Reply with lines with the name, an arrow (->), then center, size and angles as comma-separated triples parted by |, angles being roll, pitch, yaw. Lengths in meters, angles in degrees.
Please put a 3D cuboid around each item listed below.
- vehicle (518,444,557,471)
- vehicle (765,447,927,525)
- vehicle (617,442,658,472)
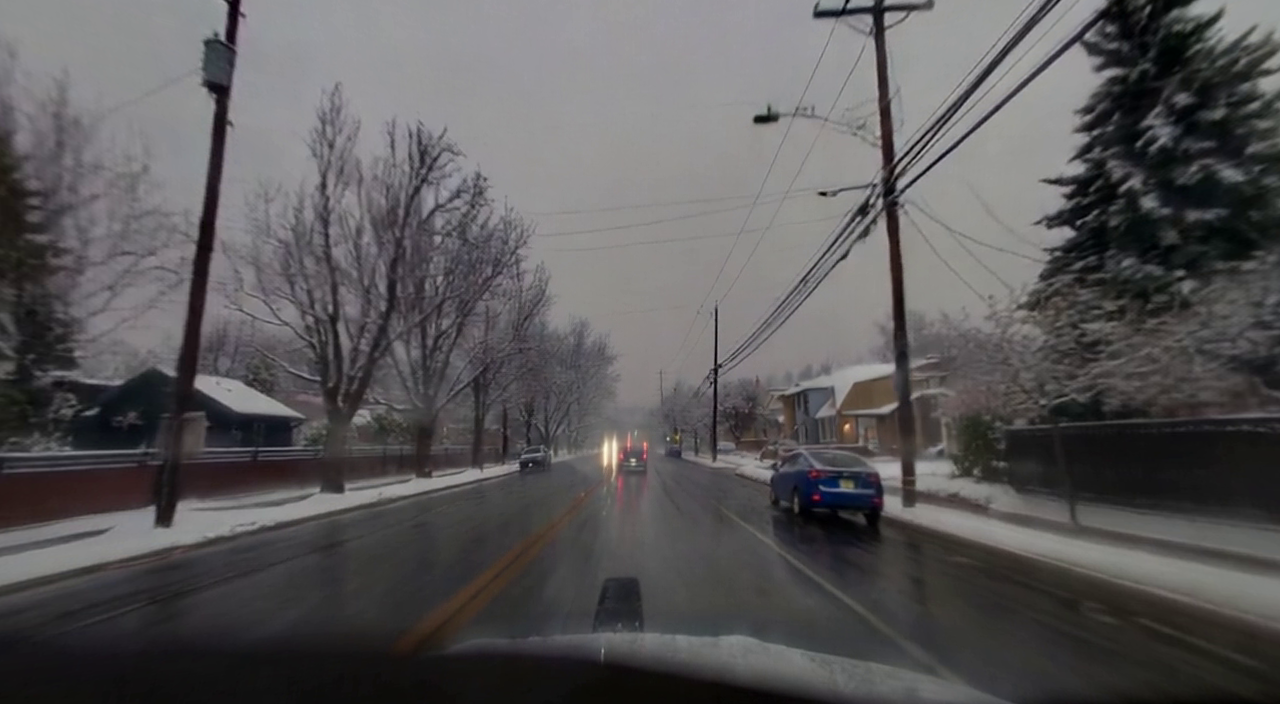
vehicle -> -7.561, 7.837, 46.686 | 2.022, 1.795, 4.337 | -3, -10, 1
vehicle -> 4.473, 2.962, 14.698 | 1.977, 1.481, 5.155 | 0, -8, -1
vehicle -> -0.149, 5.609, 33.725 | 2.104, 1.500, 3.815 | 0, -8, -1
